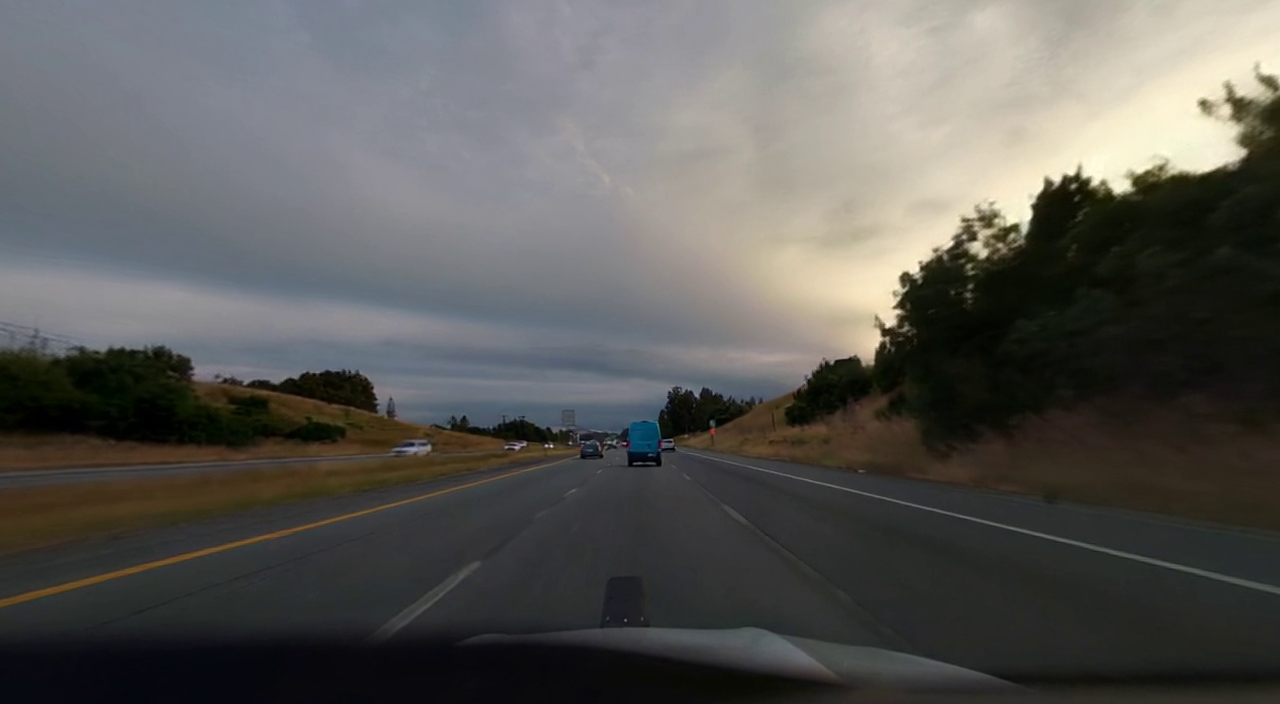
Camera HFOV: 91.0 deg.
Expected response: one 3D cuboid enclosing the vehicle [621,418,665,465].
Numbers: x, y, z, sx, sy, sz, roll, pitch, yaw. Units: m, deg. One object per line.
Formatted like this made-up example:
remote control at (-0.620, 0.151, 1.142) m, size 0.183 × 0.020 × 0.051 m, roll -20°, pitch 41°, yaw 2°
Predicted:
vehicle at (0.136, 5.195, 36.401) m, size 2.329 × 2.483 × 5.428 m, roll 0°, pitch -8°, yaw 0°
